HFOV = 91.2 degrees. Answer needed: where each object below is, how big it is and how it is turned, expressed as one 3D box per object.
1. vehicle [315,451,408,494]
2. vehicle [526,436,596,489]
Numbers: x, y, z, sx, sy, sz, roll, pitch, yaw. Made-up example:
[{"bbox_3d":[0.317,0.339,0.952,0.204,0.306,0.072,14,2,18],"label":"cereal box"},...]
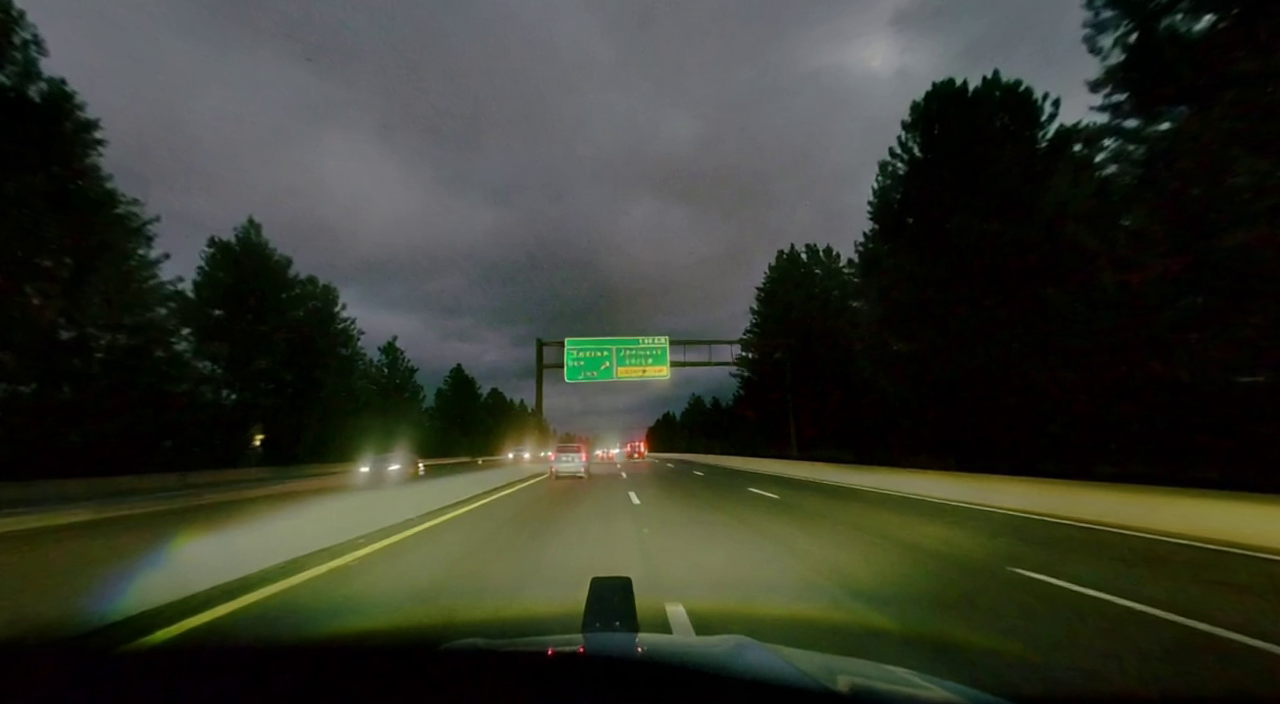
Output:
[{"bbox_3d":[-11.188,4.842,25.561,1.909,1.502,4.422,0,-9,-2],"label":"vehicle"},{"bbox_3d":[-2.748,3.972,22.830,2.151,1.693,4.201,0,-9,-2],"label":"vehicle"}]
